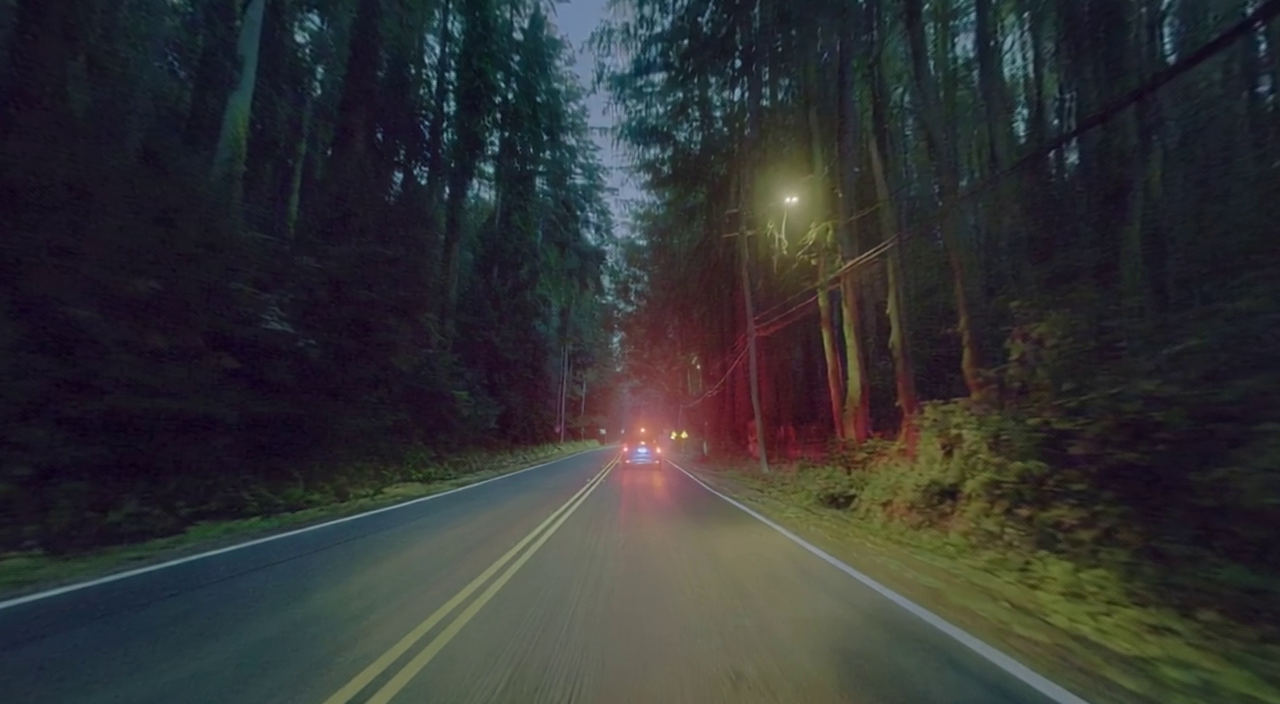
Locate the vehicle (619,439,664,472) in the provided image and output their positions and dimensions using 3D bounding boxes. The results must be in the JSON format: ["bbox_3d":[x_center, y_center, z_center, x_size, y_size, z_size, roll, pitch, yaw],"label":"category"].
[{"bbox_3d":[0.000,5.056,30.891,2.081,1.503,3.726,0,-8,-2],"label":"vehicle"}]
